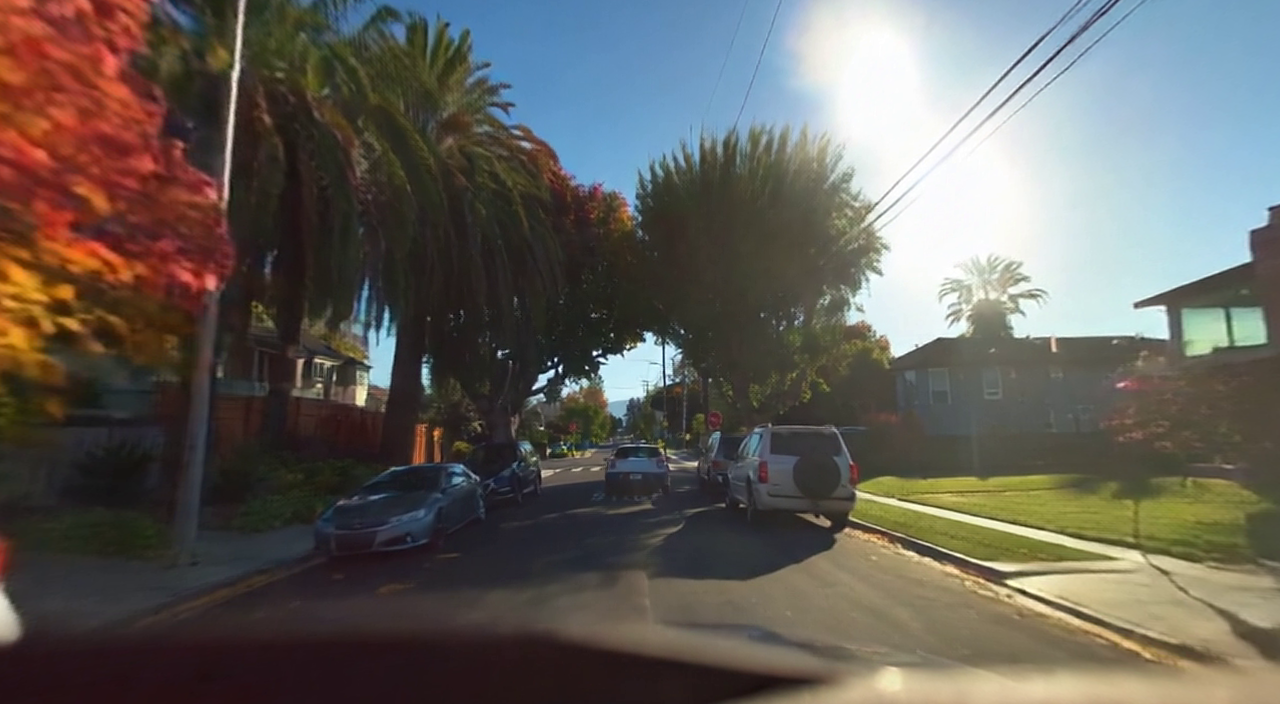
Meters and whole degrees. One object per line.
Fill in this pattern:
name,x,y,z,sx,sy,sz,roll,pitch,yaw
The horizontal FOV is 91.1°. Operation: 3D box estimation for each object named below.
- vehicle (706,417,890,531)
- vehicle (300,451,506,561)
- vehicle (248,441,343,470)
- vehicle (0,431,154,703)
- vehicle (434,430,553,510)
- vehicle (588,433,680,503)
vehicle,2.558,2.137,11.607,2.136,1.650,4.837,0,-8,0
vehicle,-3.335,2.205,9.700,1.728,1.305,3.805,0,-8,-1
vehicle,-20.494,6.169,37.487,4.557,1.618,1.846,-1,-8,2
vehicle,-3.195,0.789,0.695,1.911,1.449,4.412,0,-8,-3
vehicle,-3.379,2.802,15.380,1.965,1.657,4.104,0,-8,-1
vehicle,-0.151,2.842,15.761,2.010,1.499,4.107,0,-8,-1
